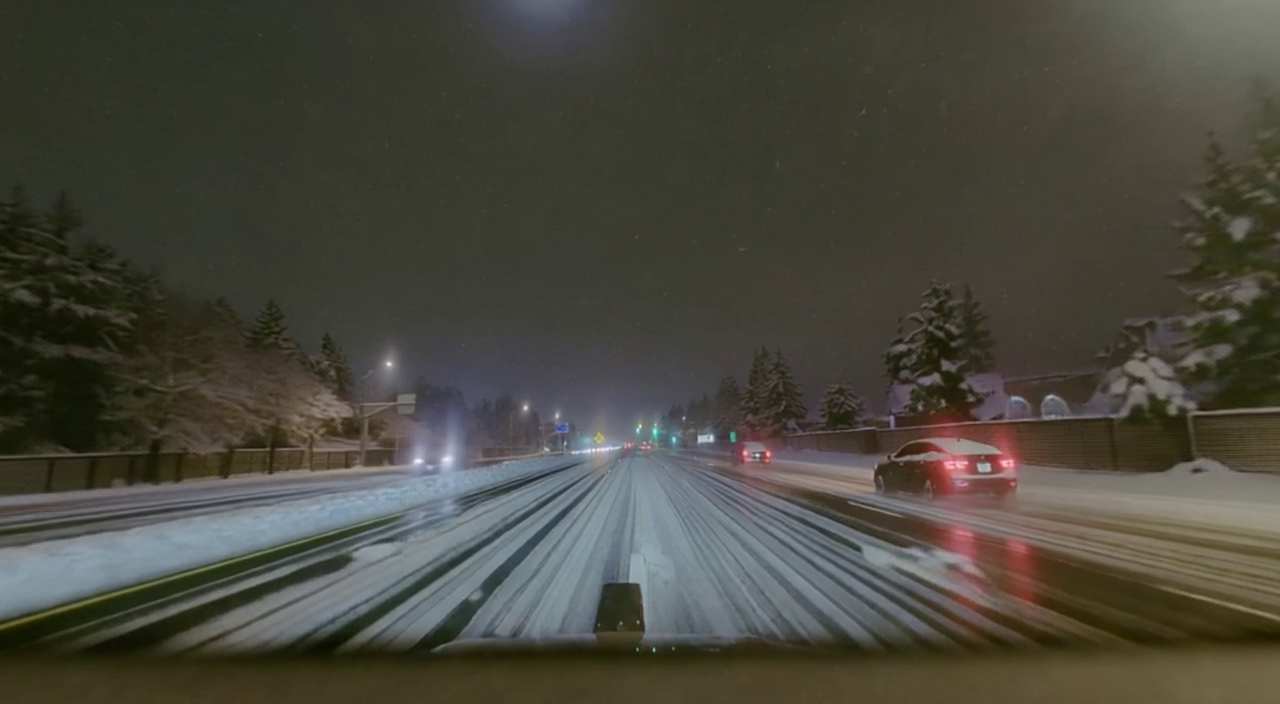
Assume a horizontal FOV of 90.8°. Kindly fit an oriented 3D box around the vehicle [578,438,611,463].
[{"bbox_3d":[-3.439,7.549,48.538,2.230,1.827,4.406,0,-8,0],"label":"vehicle"}]

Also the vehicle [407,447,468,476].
[{"bbox_3d":[-11.179,6.049,35.188,1.973,1.536,3.872,0,-8,3],"label":"vehicle"}]

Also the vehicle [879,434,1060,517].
[{"bbox_3d":[6.806,2.559,13.573,1.838,1.518,3.713,0,-8,-1],"label":"vehicle"}]

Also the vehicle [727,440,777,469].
[{"bbox_3d":[6.434,5.940,36.837,1.987,1.597,4.463,0,-8,-1],"label":"vehicle"}]
